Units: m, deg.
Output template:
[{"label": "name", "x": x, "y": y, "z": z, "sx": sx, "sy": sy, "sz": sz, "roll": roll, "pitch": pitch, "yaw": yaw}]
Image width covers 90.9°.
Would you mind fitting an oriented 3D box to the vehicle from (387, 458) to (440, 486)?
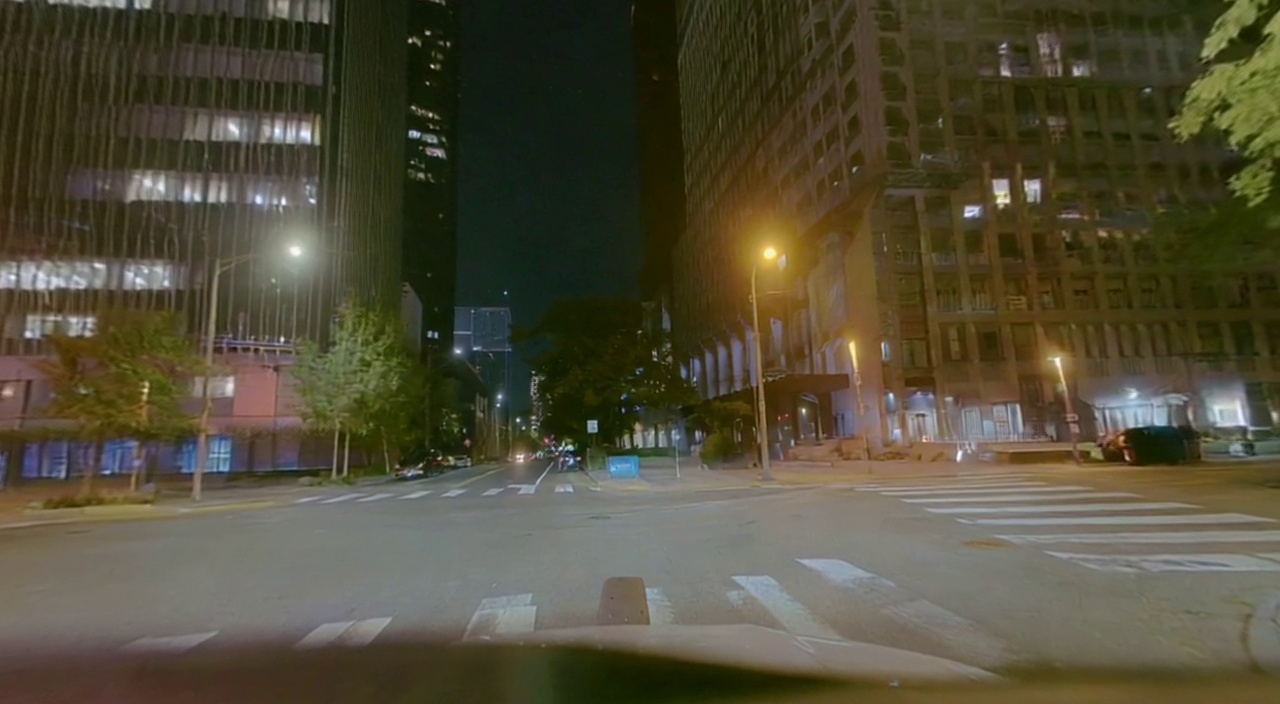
[{"label": "vehicle", "x": -13.404, "y": 7.089, "z": 37.523, "sx": 2.033, "sy": 1.491, "sz": 4.298, "roll": 1, "pitch": -9, "yaw": -7}]
